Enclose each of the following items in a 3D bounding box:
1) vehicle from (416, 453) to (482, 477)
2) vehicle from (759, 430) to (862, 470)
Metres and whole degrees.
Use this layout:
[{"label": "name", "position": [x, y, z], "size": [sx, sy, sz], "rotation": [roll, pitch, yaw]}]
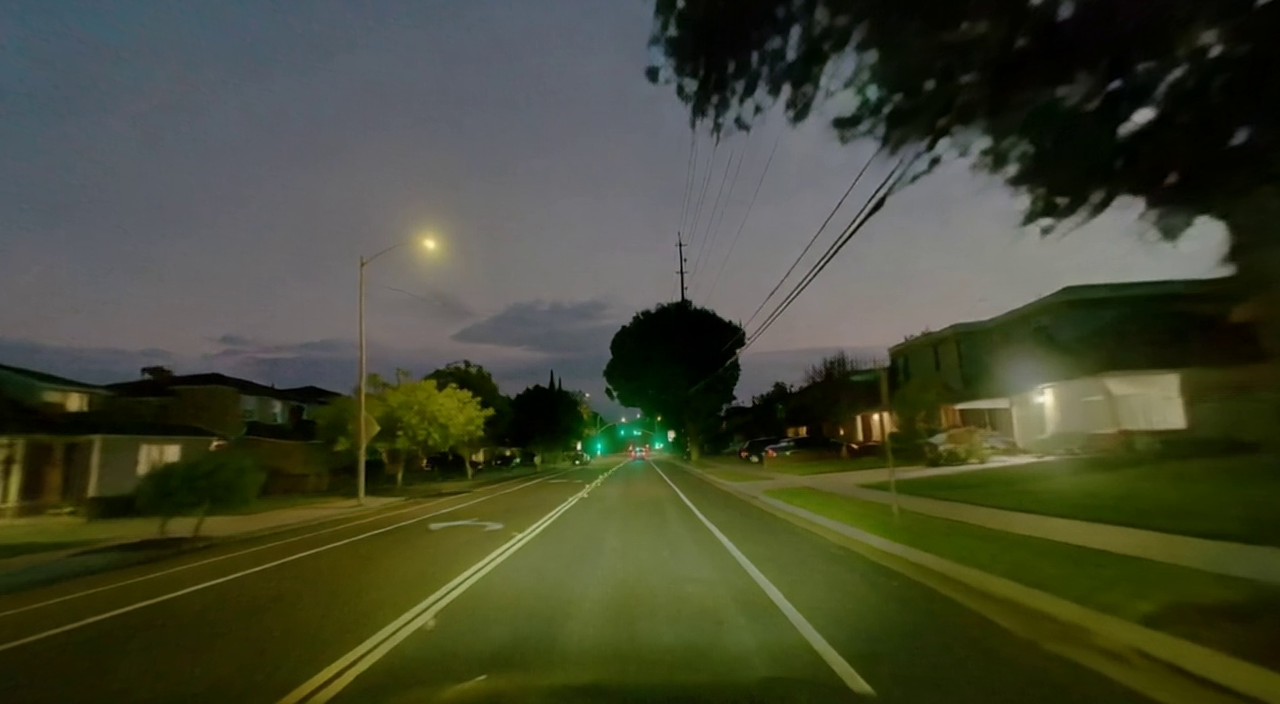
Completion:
[{"label": "vehicle", "position": [-14.919, 8.844, 49.548], "size": [4.501, 1.689, 2.106], "rotation": [-1, -9, 1]}, {"label": "vehicle", "position": [8.872, 5.141, 33.193], "size": [4.747, 1.942, 2.158], "rotation": [-1, -9, 0]}]
